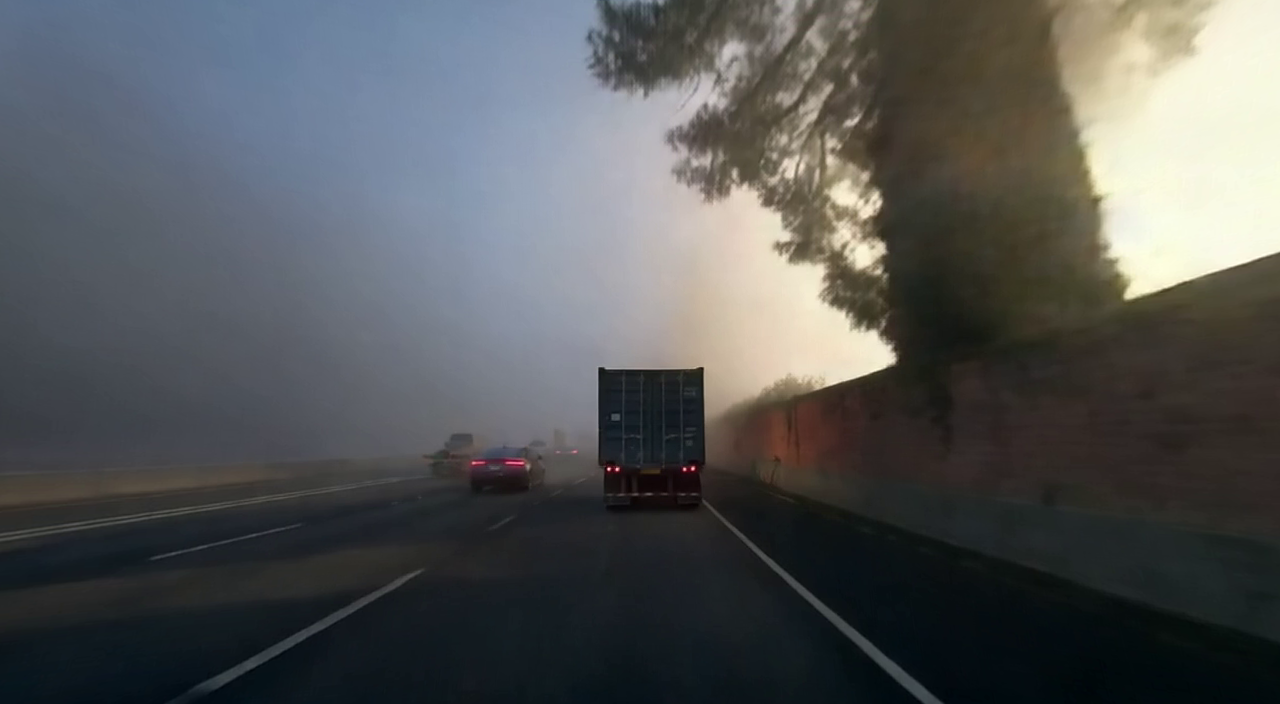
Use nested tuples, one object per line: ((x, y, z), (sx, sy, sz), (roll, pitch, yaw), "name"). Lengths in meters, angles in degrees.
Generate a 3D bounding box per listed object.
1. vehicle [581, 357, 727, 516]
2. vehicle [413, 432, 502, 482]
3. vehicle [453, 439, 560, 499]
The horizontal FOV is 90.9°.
((0.308, 2.241, 16.483), (2.798, 3.071, 8.412), (0, -8, 1), "vehicle")
((-7.437, 4.335, 26.317), (2.164, 1.874, 5.004), (0, -8, 1), "vehicle")
((-3.648, 3.282, 18.156), (1.974, 1.475, 4.538), (0, -8, 1), "vehicle")
